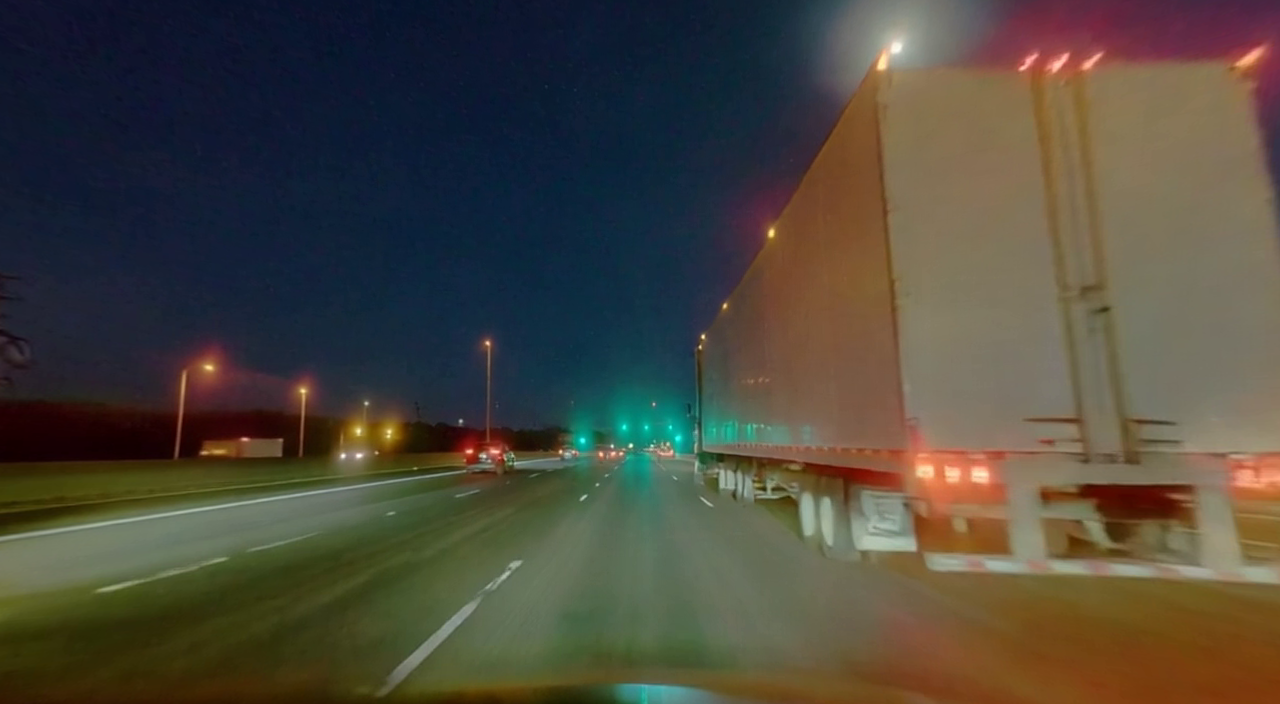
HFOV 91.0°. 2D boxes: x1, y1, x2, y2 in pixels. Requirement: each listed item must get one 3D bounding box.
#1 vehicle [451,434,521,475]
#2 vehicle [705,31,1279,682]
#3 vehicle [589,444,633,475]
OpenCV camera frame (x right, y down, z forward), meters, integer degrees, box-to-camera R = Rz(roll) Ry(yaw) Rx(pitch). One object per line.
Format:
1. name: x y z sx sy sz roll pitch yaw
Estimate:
1. vehicle: -7.327 4.940 30.467 2.147 1.825 4.602 0 -9 0
2. vehicle: 3.162 0.760 9.609 3.045 3.923 11.834 0 -9 0
3. vehicle: -1.502 5.731 33.879 2.060 1.508 4.308 0 -9 1
